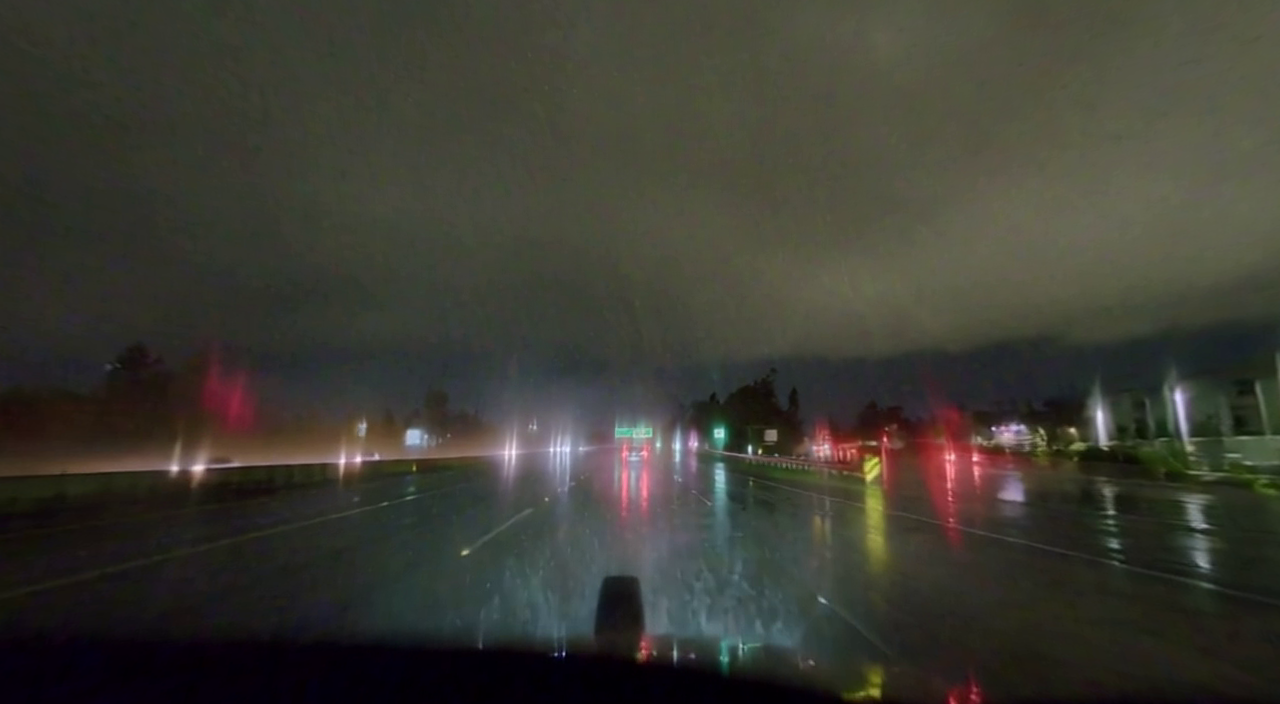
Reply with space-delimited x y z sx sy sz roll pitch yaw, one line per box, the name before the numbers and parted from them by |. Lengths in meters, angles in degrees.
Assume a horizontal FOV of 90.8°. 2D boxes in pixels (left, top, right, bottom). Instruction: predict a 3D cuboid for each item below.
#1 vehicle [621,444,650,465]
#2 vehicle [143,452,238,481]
vehicle | -0.365 7.506 46.381 2.025 1.460 4.189 0 -9 -1
vehicle | -25.832 6.556 36.555 1.939 1.501 4.767 0 -9 0
